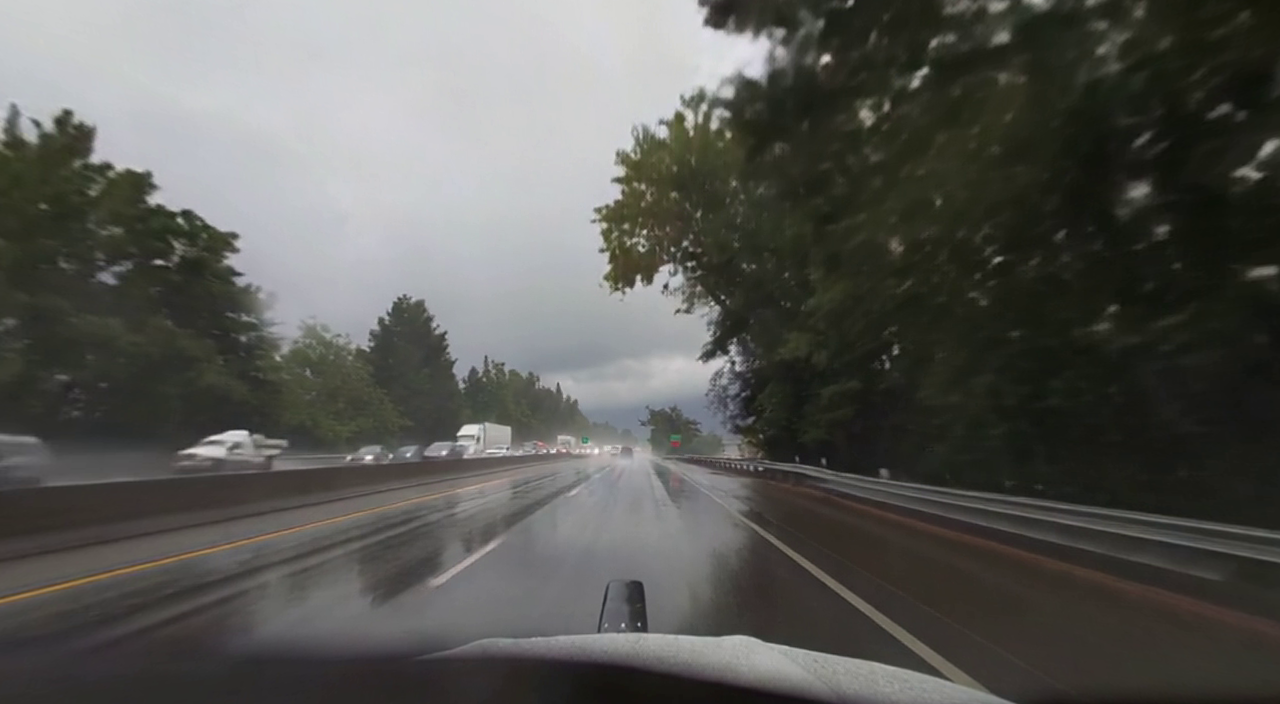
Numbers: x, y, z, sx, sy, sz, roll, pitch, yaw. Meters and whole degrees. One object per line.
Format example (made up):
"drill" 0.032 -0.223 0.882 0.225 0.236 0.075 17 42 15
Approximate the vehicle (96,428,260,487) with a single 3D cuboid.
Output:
"vehicle" -16.872 3.896 23.510 2.077 1.953 5.305 0 -9 0

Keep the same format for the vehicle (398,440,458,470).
"vehicle" -12.827 6.261 38.429 2.007 1.684 4.613 0 -9 0

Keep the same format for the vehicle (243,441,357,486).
"vehicle" -12.431 4.085 23.386 1.887 1.507 4.030 0 -9 1
